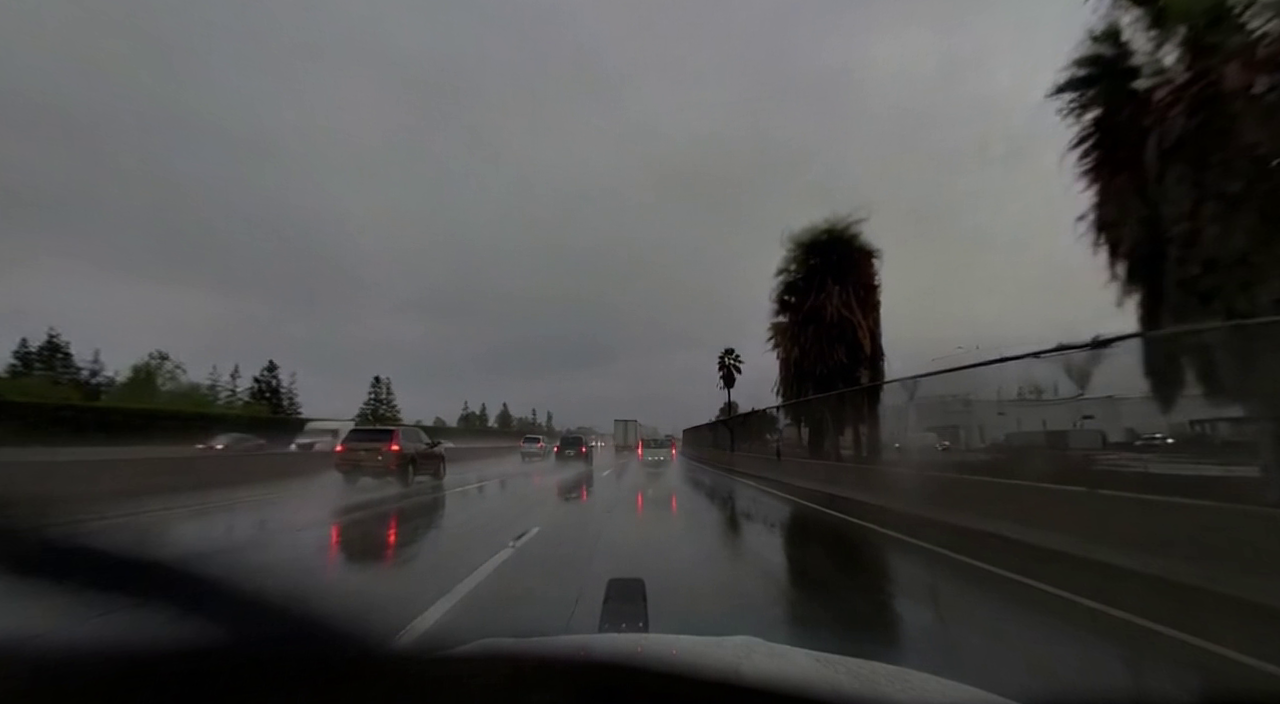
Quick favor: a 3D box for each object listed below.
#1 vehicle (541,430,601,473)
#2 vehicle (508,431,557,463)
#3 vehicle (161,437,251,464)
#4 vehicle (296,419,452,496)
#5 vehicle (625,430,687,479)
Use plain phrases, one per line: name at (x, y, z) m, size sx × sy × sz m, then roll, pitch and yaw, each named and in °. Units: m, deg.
vehicle at (-3.067, 4.538, 28.999) m, size 2.108 × 1.832 × 4.549 m, roll 0°, pitch -8°, yaw 1°
vehicle at (-6.793, 6.080, 40.434) m, size 2.085 × 1.932 × 4.967 m, roll 0°, pitch -8°, yaw 2°
vehicle at (-27.486, 6.246, 40.173) m, size 1.946 × 1.526 × 5.273 m, roll -1°, pitch -8°, yaw 1°
vehicle at (-6.907, 2.792, 17.080) m, size 2.105 × 1.790 × 4.689 m, roll 0°, pitch -8°, yaw 1°
vehicle at (0.563, 3.876, 24.080) m, size 2.136 × 1.678 × 4.052 m, roll 0°, pitch -8°, yaw 0°
